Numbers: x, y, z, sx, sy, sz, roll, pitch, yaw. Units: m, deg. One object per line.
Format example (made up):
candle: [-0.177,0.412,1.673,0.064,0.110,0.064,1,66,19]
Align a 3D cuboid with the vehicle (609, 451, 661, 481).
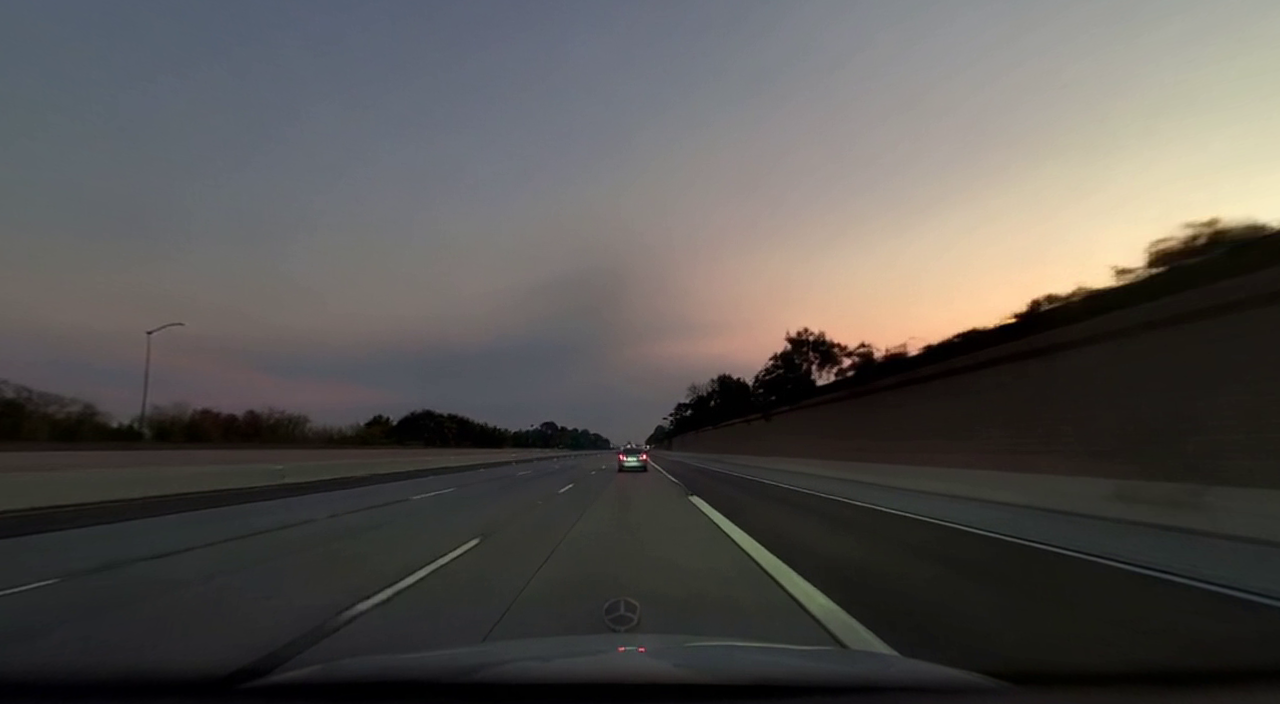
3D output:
vehicle: [-0.286,5.709,31.783,2.398,1.336,5.698,0,-9,-1]
